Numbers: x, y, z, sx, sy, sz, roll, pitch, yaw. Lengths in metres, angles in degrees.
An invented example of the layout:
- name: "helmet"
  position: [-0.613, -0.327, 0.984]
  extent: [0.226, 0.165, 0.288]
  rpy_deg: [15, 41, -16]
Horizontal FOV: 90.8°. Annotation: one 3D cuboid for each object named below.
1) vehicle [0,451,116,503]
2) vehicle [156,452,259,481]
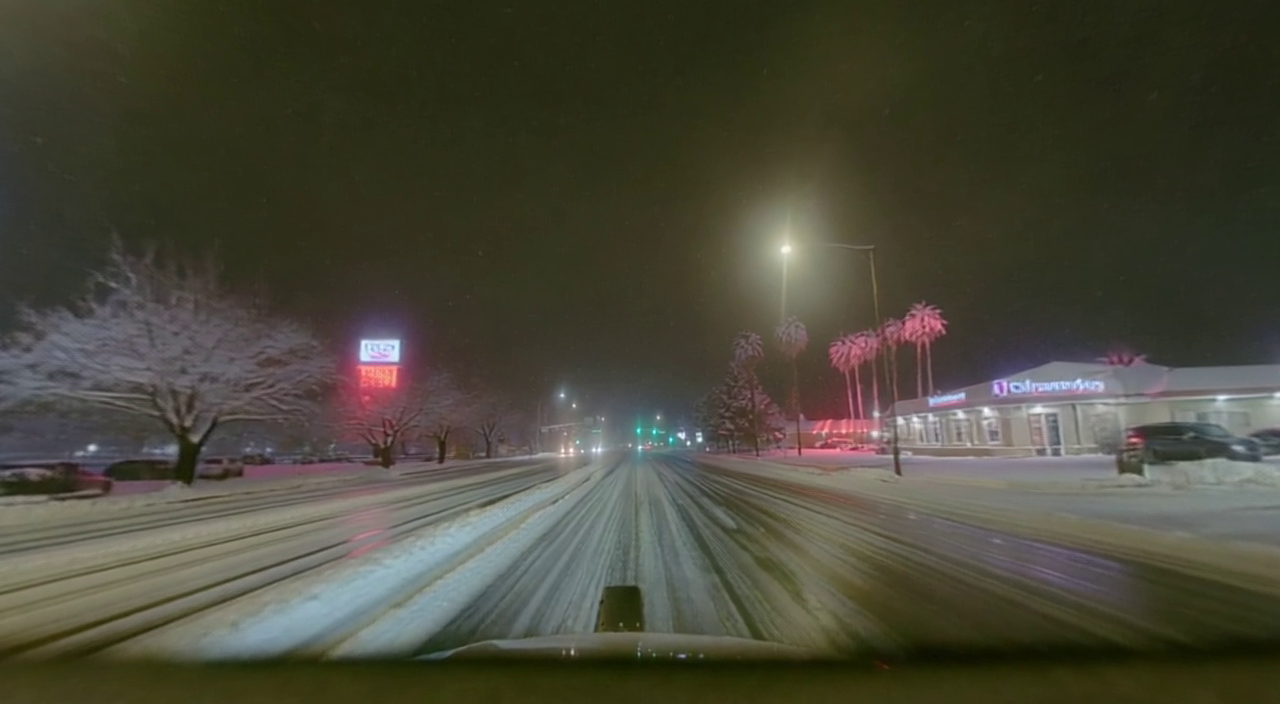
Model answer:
- name: "vehicle"
  position: [-22.191, 4.475, 22.834]
  extent: [4.534, 1.710, 2.073]
  rpy_deg: [0, -8, -2]
- name: "vehicle"
  position: [-27.732, 7.341, 40.698]
  extent: [4.922, 1.751, 2.195]
  rpy_deg: [3, -9, -16]
